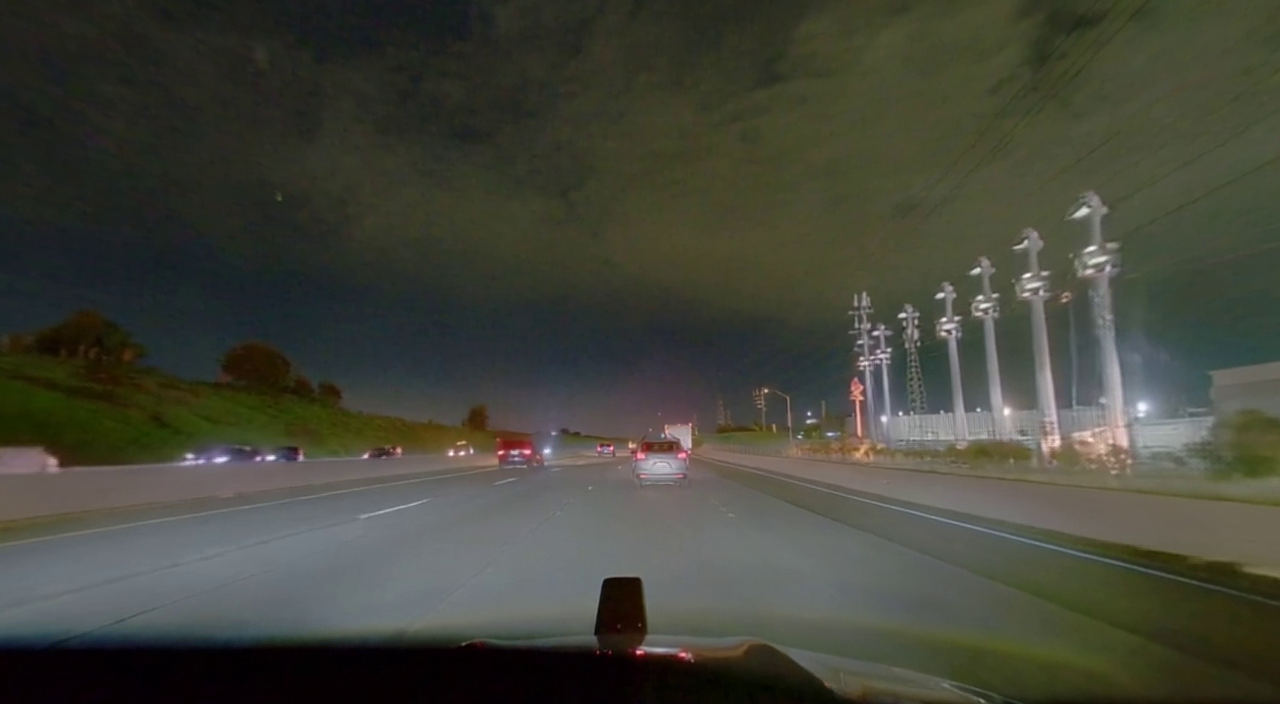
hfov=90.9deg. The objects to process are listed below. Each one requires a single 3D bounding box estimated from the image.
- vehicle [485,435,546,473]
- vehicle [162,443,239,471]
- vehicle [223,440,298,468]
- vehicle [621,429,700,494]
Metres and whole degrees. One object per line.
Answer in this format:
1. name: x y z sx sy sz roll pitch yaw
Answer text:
1. vehicle: -6.516 5.423 33.692 2.220 1.841 4.516 0 -8 2
2. vehicle: -24.811 5.921 35.742 1.679 1.481 3.608 0 -8 1
3. vehicle: -28.183 7.572 47.115 2.154 1.901 5.667 0 -8 -1
4. vehicle: 0.546 3.258 19.142 2.134 1.733 4.049 0 -8 0
